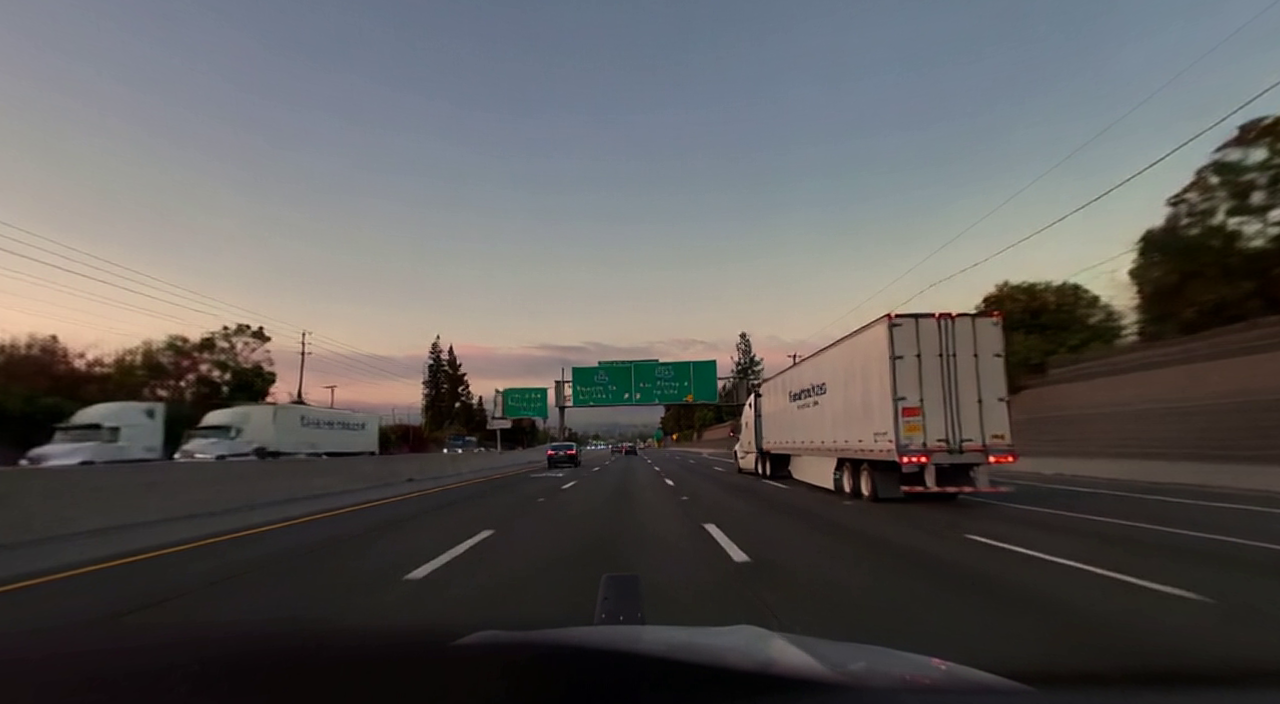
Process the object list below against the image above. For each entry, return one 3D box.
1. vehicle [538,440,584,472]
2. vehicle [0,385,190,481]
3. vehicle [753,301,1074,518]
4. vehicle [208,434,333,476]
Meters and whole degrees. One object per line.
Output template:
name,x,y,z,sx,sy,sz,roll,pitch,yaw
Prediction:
vehicle,-4.356,5.802,35.319,2.027,1.651,4.099,0,-9,0
vehicle,-25.154,3.719,28.124,3.102,3.541,9.922,0,-9,-2
vehicle,6.632,2.270,20.077,2.919,4.195,15.833,0,-9,-1
vehicle,-17.583,4.950,30.567,2.410,1.798,6.090,0,-9,0
